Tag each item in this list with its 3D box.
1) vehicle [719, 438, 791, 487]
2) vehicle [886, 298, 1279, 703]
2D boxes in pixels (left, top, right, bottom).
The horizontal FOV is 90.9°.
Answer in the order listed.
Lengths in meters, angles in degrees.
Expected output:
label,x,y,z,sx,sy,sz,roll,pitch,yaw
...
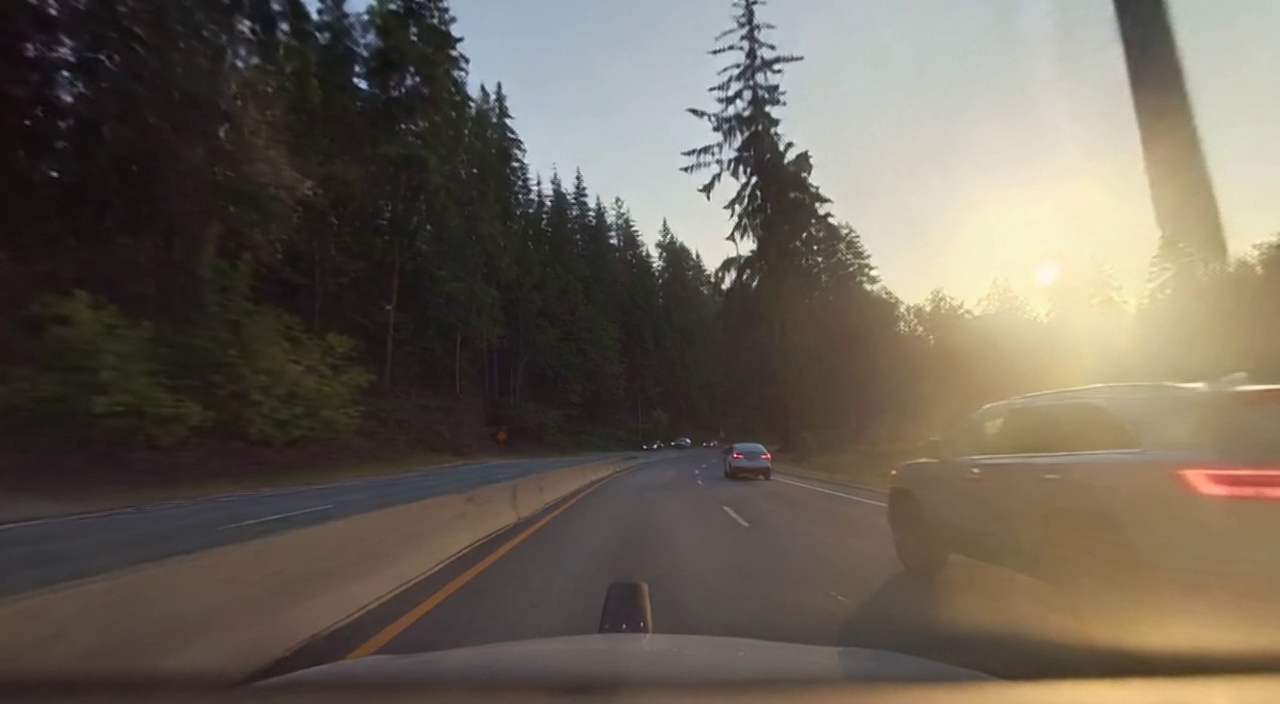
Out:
label,x,y,z,sx,sy,sz,roll,pitch,yaw
vehicle,4.378,4.268,24.663,2.112,1.708,4.380,0,-8,2
vehicle,3.603,0.958,3.831,2.270,1.897,4.822,0,-8,0
